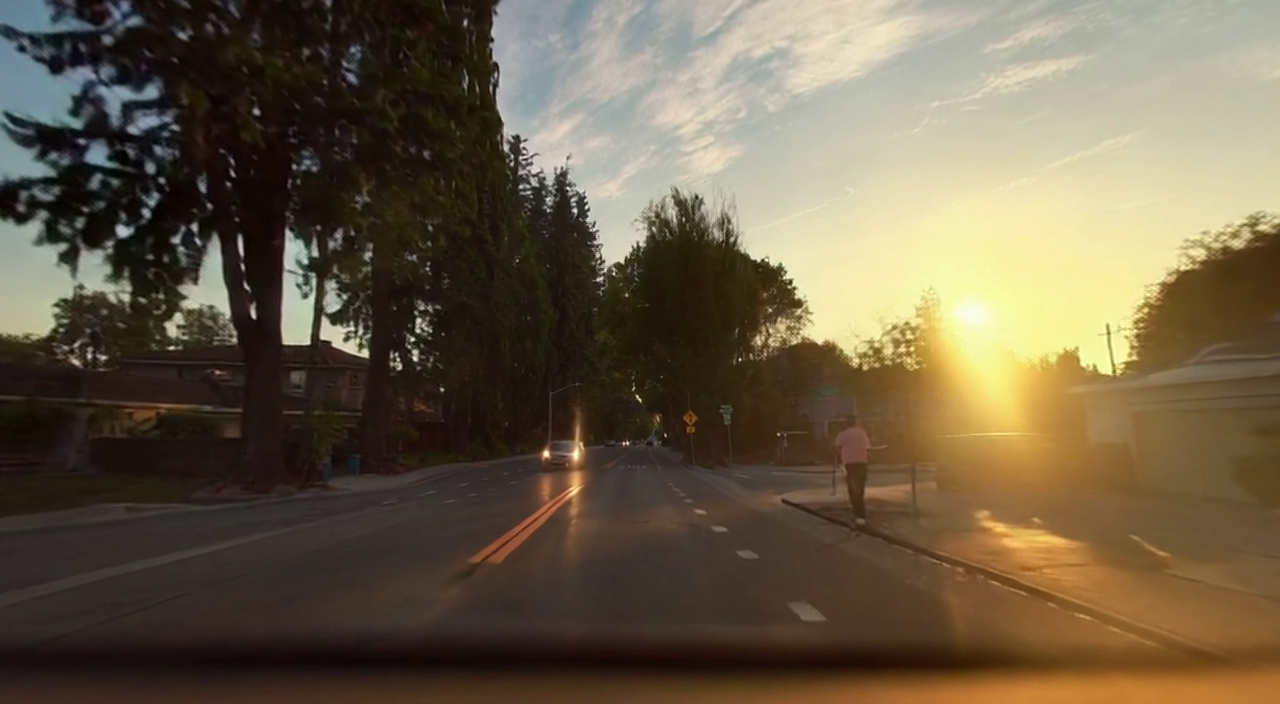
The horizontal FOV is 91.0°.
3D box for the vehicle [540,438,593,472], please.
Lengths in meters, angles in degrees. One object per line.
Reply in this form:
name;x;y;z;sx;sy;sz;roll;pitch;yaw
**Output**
vehicle;-4.013;5.745;35.415;2.267;1.768;4.911;0;-9;1
